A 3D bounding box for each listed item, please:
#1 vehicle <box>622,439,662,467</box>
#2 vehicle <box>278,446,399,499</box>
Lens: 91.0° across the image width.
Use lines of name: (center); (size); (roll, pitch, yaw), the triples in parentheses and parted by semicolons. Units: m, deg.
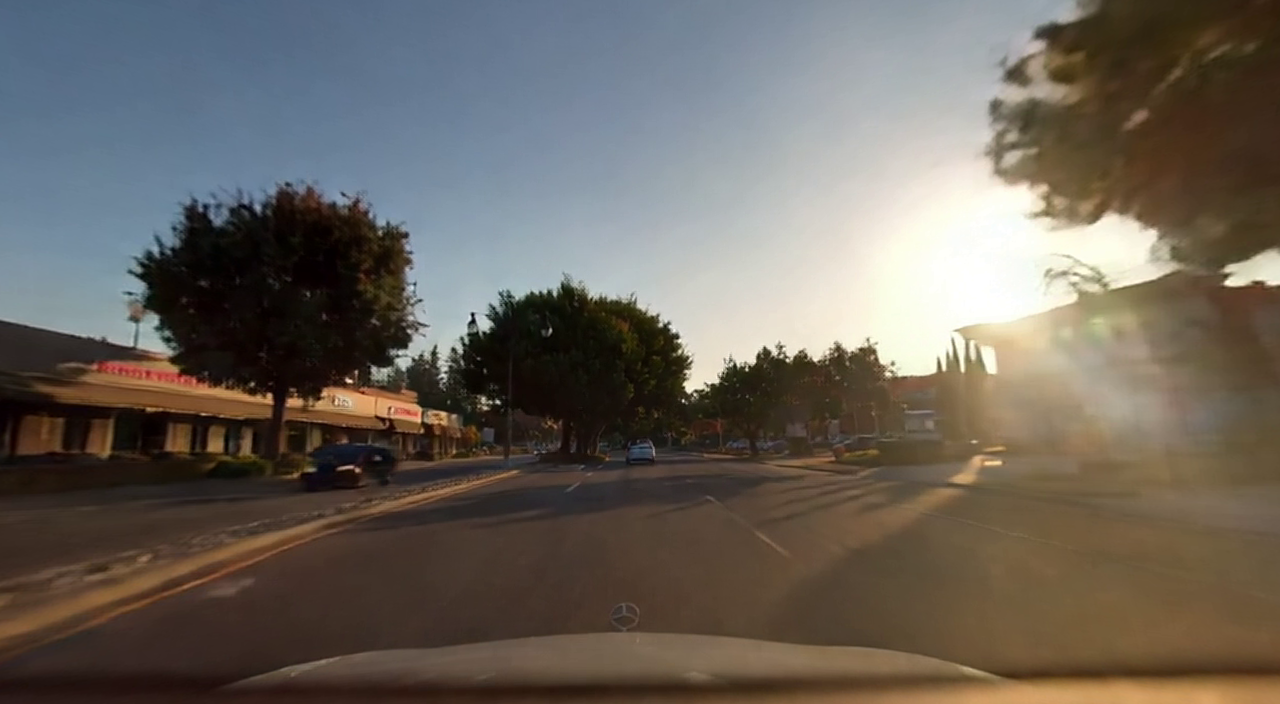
vehicle: (0.041, 5.409, 33.948); (1.998, 1.452, 3.773); (0, -8, -2)
vehicle: (-9.314, 3.721, 19.876); (1.795, 1.426, 4.216); (0, -8, -1)
